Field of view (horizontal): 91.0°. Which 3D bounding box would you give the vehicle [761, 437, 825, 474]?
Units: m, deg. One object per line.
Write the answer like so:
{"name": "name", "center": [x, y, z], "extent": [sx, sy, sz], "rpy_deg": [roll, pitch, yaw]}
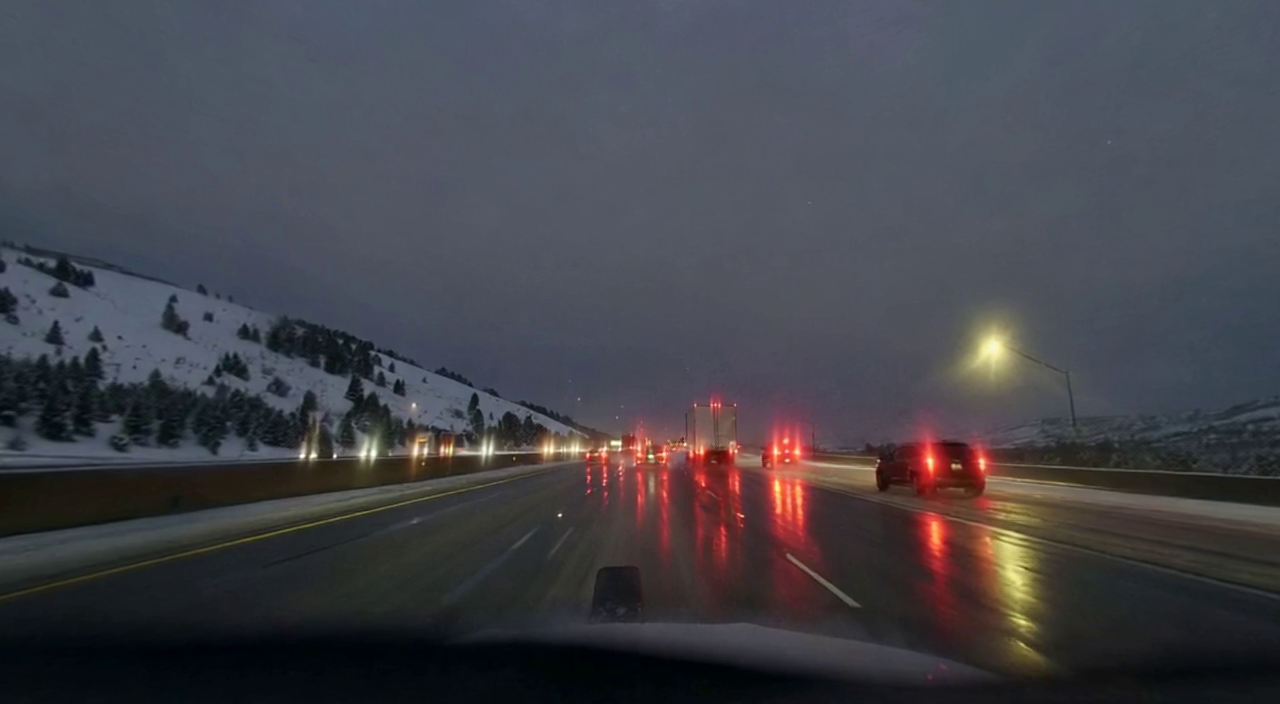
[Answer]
{"name": "vehicle", "center": [7.965, 5.428, 33.259], "extent": [2.143, 1.775, 4.729], "rpy_deg": [0, -9, 0]}

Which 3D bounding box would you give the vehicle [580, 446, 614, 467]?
{"name": "vehicle", "center": [-3.127, 7.702, 46.570], "extent": [2.132, 1.506, 4.256], "rpy_deg": [0, -9, 0]}

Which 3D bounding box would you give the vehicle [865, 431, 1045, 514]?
{"name": "vehicle", "center": [7.262, 2.811, 15.172], "extent": [2.044, 1.676, 4.421], "rpy_deg": [0, -9, 0]}

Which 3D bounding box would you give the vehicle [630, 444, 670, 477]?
{"name": "vehicle", "center": [0.464, 5.383, 31.476], "extent": [1.866, 1.492, 3.932], "rpy_deg": [0, -9, 0]}

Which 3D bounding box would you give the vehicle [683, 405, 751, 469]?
{"name": "vehicle", "center": [4.717, 5.613, 41.071], "extent": [3.130, 3.607, 11.129], "rpy_deg": [0, -9, 0]}
